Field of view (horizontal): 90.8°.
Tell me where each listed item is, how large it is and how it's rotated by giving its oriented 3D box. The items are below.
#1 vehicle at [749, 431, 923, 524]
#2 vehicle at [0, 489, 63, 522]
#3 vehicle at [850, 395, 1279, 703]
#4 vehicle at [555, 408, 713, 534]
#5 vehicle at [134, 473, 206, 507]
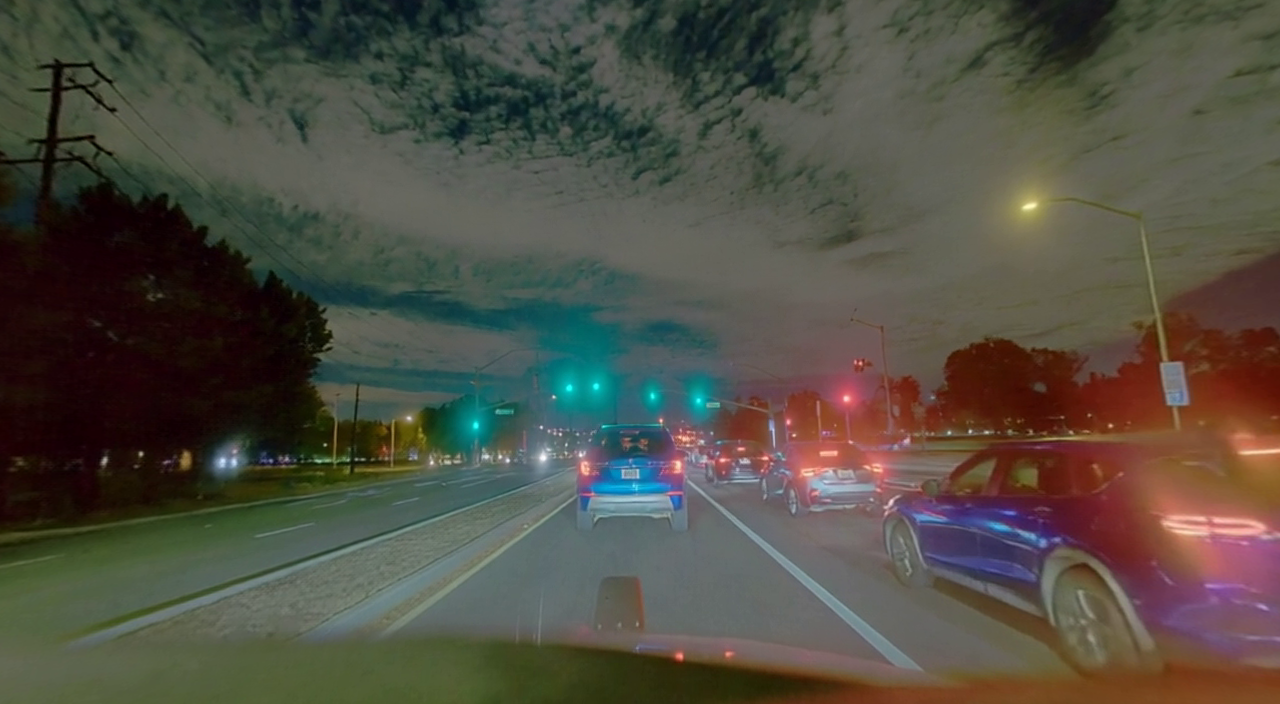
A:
[{"bbox_3d":[3.530,2.352,12.408,1.952,1.477,4.417,0,-9,-1],"label":"vehicle"},{"bbox_3d":[-33.301,8.114,33.367,3.637,1.483,2.007,-1,-9,0],"label":"vehicle"},{"bbox_3d":[3.309,1.230,4.623,1.984,1.462,4.513,0,-9,0],"label":"vehicle"},{"bbox_3d":[-0.126,2.059,11.432,2.300,1.821,4.254,0,-9,-1],"label":"vehicle"},{"bbox_3d":[-26.191,7.663,35.182,3.826,1.522,1.741,-3,-9,30],"label":"vehicle"}]
